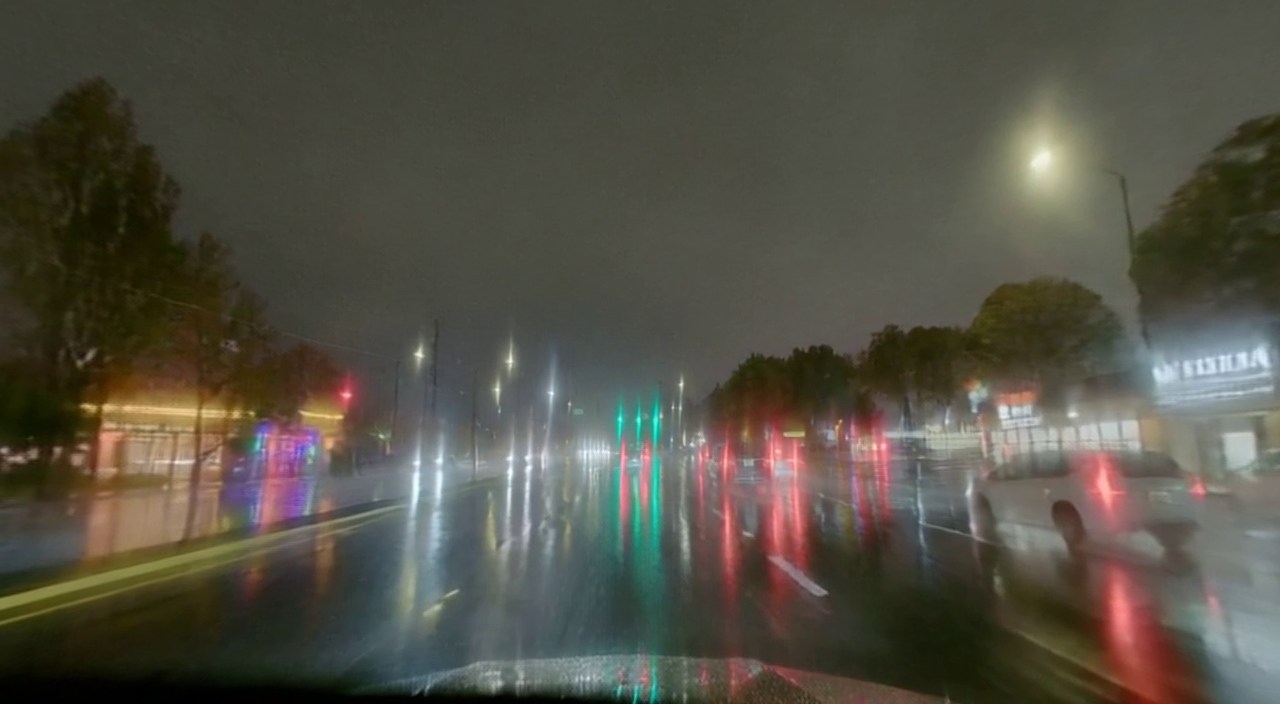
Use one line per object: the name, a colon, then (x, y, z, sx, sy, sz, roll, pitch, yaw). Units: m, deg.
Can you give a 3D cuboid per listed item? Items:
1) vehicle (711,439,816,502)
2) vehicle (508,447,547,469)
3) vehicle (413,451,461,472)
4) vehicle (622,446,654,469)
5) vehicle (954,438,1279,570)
vehicle: (3.351, 3.319, 18.189, 2.072, 1.545, 4.578, 0, -8, 0)
vehicle: (-8.311, 7.843, 46.925, 2.039, 1.487, 4.437, 0, -8, 1)
vehicle: (-15.773, 8.503, 49.313, 2.096, 1.512, 4.755, 0, -8, 1)
vehicle: (-0.151, 7.158, 43.233, 2.052, 1.461, 4.324, 0, -8, 0)
vehicle: (6.821, 2.043, 9.401, 1.952, 1.449, 4.544, 0, -8, 0)
